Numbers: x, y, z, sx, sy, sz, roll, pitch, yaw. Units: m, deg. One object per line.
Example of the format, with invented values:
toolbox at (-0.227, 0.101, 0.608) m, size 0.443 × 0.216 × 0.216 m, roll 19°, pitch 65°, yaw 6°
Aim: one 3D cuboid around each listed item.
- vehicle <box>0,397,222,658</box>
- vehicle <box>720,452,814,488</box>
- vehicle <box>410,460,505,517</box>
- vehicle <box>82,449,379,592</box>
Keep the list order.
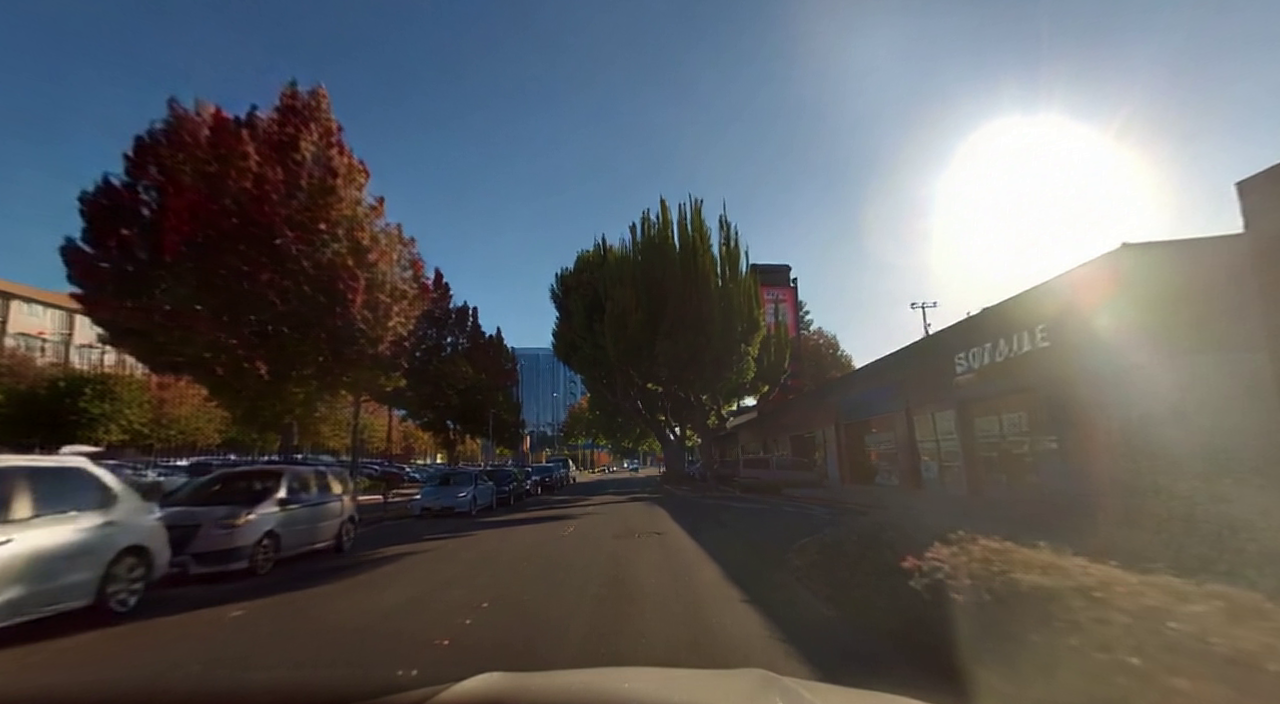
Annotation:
vehicle at (-5.997, 1.385, 5.026) m, size 1.990 × 2.011 × 4.765 m, roll 1°, pitch -11°, yaw 0°
vehicle at (6.252, 5.859, 31.348) m, size 4.193 × 1.665 × 1.924 m, roll 1°, pitch -11°, yaw -2°
vehicle at (-5.889, 4.464, 20.916) m, size 1.832 × 1.623 × 4.424 m, roll 1°, pitch -11°, yaw 0°
vehicle at (-5.873, 2.446, 9.821) m, size 1.777 × 1.687 × 4.116 m, roll 1°, pitch -11°, yaw 0°
